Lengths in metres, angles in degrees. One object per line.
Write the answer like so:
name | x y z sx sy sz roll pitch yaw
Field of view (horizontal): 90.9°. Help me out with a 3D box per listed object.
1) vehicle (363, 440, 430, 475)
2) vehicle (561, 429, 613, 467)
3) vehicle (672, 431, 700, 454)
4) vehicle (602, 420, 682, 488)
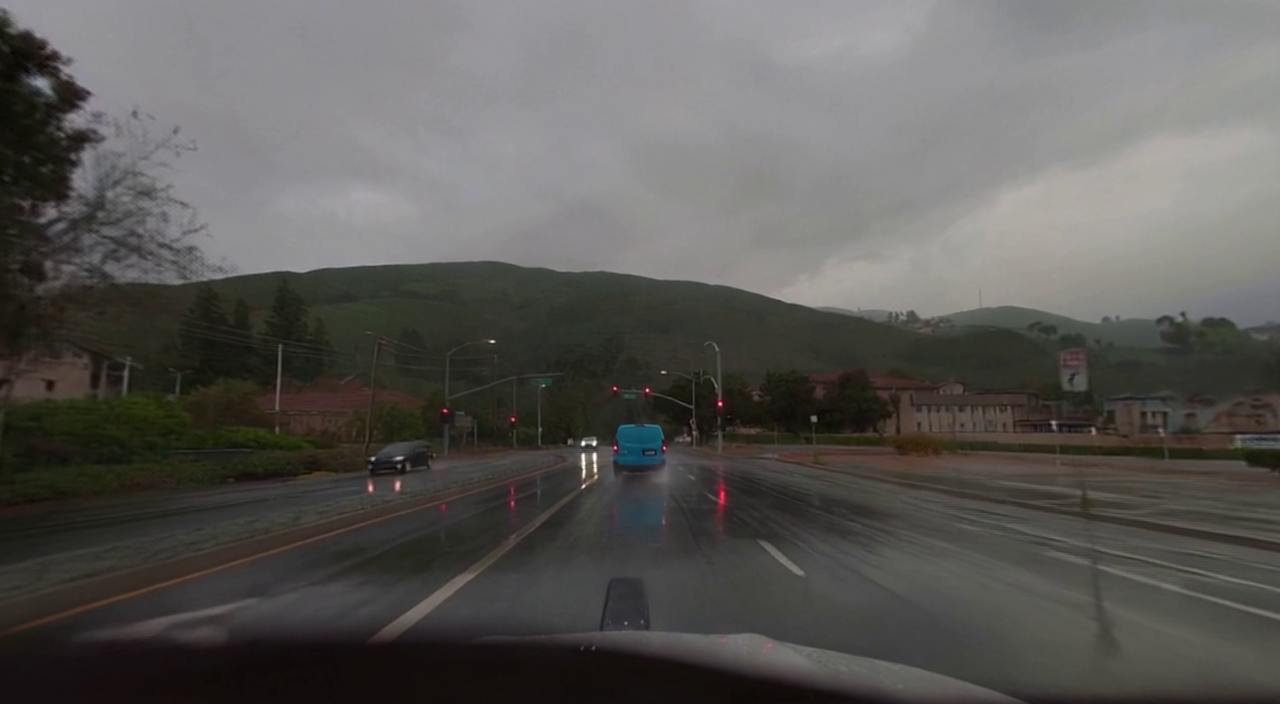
vehicle | -11.182 4.836 29.232 1.991 1.469 4.596 1 -9 -10
vehicle | -2.608 4.882 32.105 2.131 1.783 4.540 -1 -9 1
vehicle | 3.522 7.017 48.826 1.817 1.662 3.843 0 -9 -1
vehicle | 0.087 3.110 19.453 2.185 1.822 4.391 -1 -9 1
